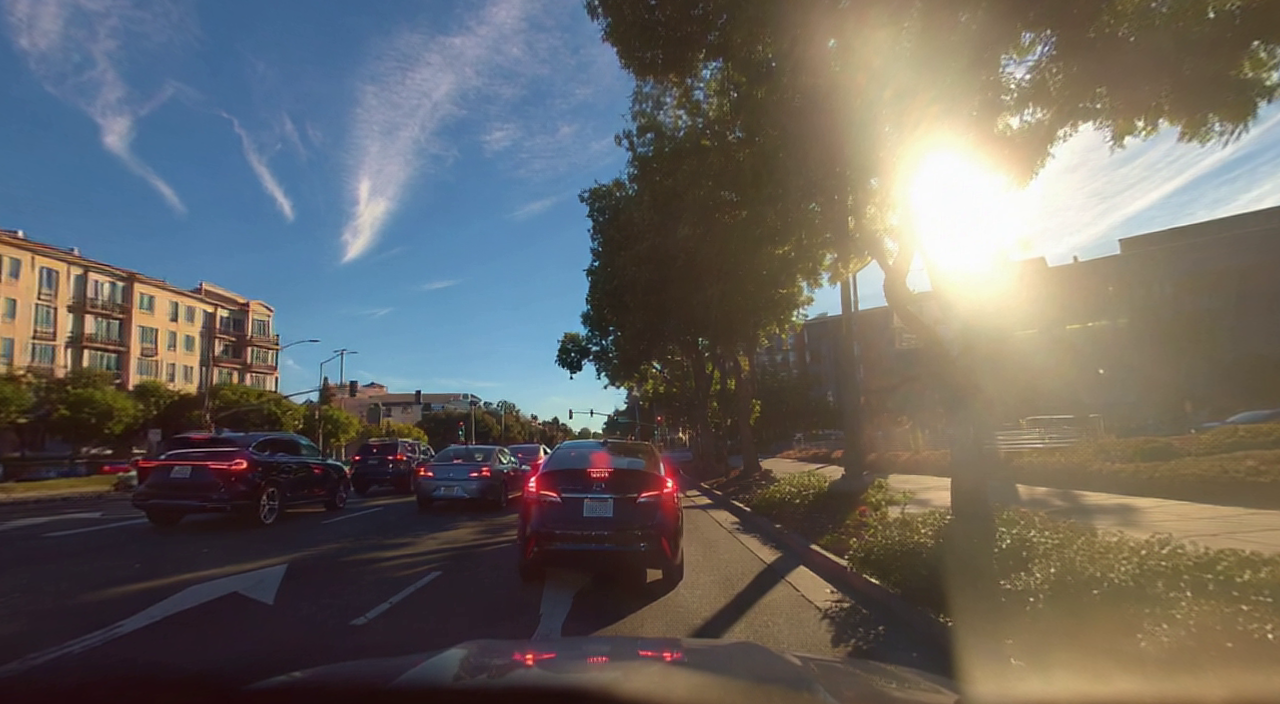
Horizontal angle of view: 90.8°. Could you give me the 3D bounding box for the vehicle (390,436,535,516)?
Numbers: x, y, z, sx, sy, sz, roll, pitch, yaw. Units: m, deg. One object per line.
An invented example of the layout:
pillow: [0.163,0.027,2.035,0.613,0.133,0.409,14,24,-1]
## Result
vehicle: [-3.773,2.715,14.416,1.913,1.521,4.539,0,-9,1]

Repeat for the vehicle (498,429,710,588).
vehicle: [-0.356,1.830,8.216,2.066,1.544,3.954,0,-8,0]

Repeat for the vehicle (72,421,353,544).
vehicle: [-7.293,2.243,11.500,2.068,1.784,4.224,0,-9,1]
